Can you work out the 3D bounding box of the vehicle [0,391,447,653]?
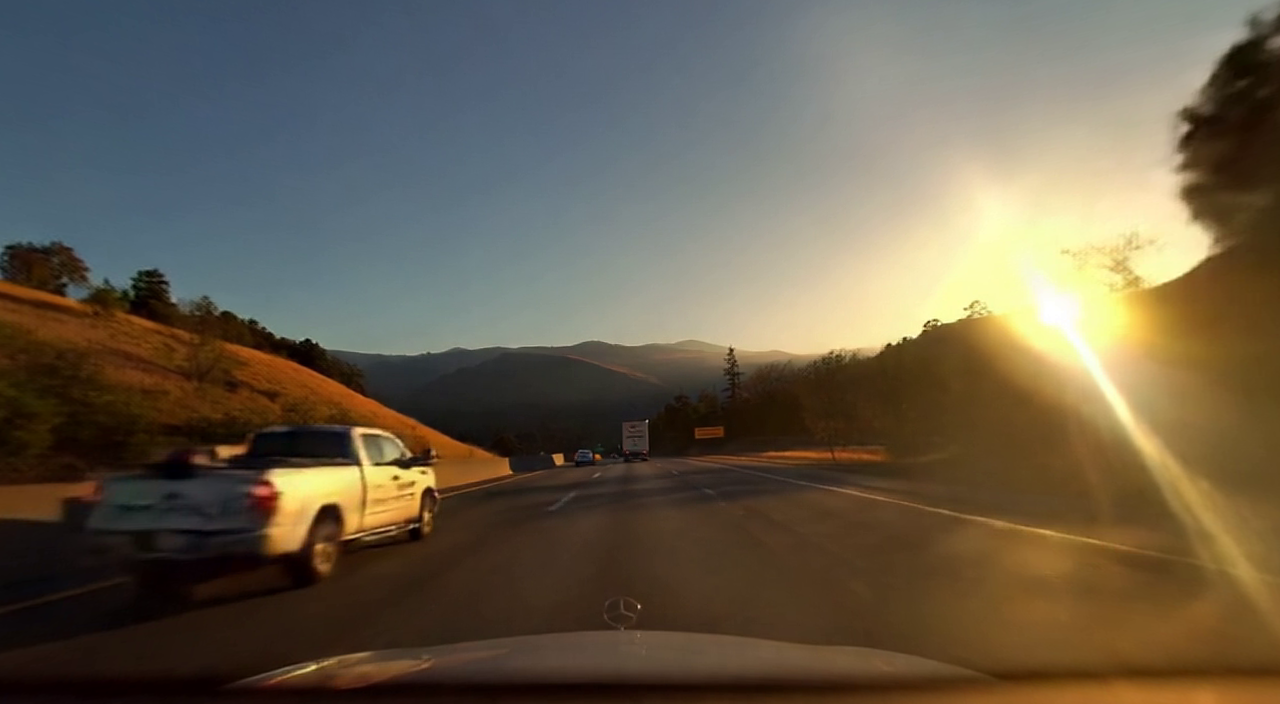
[{"bbox_3d":[-3.696,1.439,6.287,2.160,1.691,4.243,0,-9,0],"label":"vehicle"}]
